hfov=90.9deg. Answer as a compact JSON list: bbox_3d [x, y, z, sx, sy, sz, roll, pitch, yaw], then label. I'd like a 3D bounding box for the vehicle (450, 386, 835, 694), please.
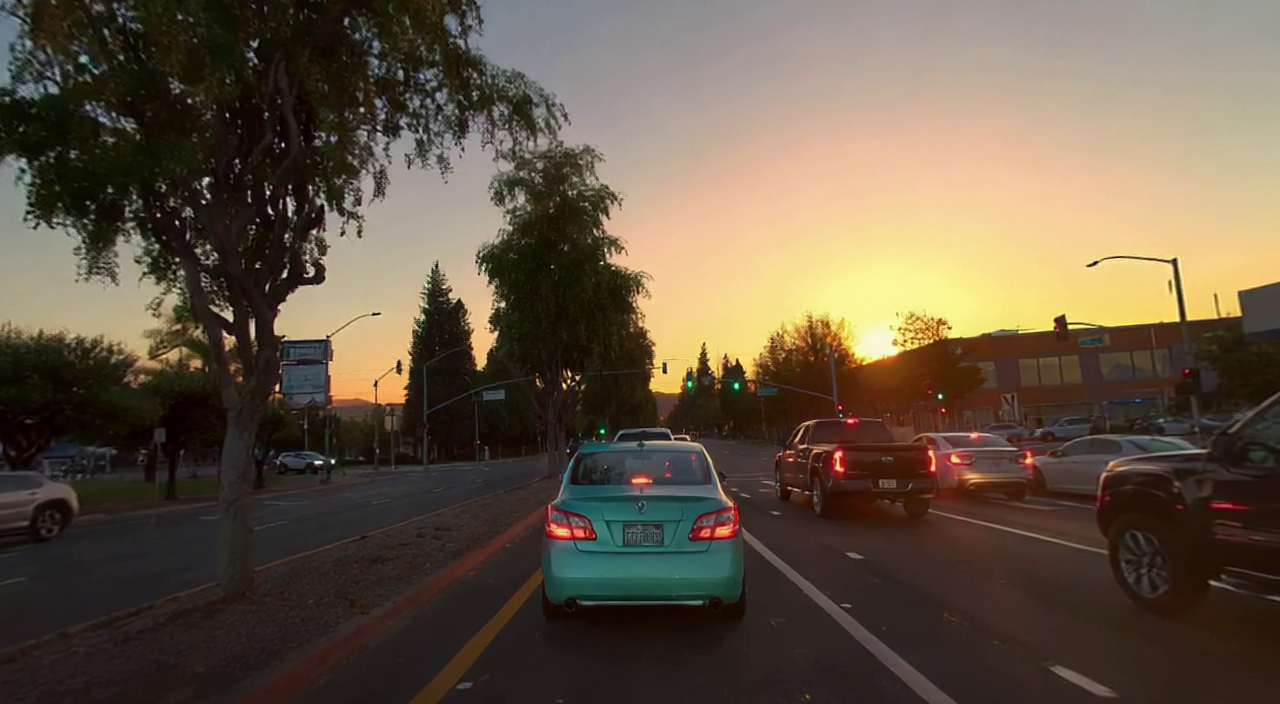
[{"bbox_3d":[-0.017,1.324,5.539,2.116,1.677,3.948,0,-8,-1],"label":"vehicle"}]

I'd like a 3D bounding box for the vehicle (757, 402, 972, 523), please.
[{"bbox_3d":[4.171,2.209,13.120,2.319,1.930,5.651,0,-8,-1],"label":"vehicle"}]

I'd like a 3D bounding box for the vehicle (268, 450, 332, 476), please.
[{"bbox_3d":[-24.063,7.843,44.822,1.798,1.706,4.385,-1,-8,6],"label":"vehicle"}]

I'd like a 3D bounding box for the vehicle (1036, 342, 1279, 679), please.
[{"bbox_3d":[4.461,0.809,3.125,2.019,1.803,4.634,-1,-8,1],"label":"vehicle"}]
